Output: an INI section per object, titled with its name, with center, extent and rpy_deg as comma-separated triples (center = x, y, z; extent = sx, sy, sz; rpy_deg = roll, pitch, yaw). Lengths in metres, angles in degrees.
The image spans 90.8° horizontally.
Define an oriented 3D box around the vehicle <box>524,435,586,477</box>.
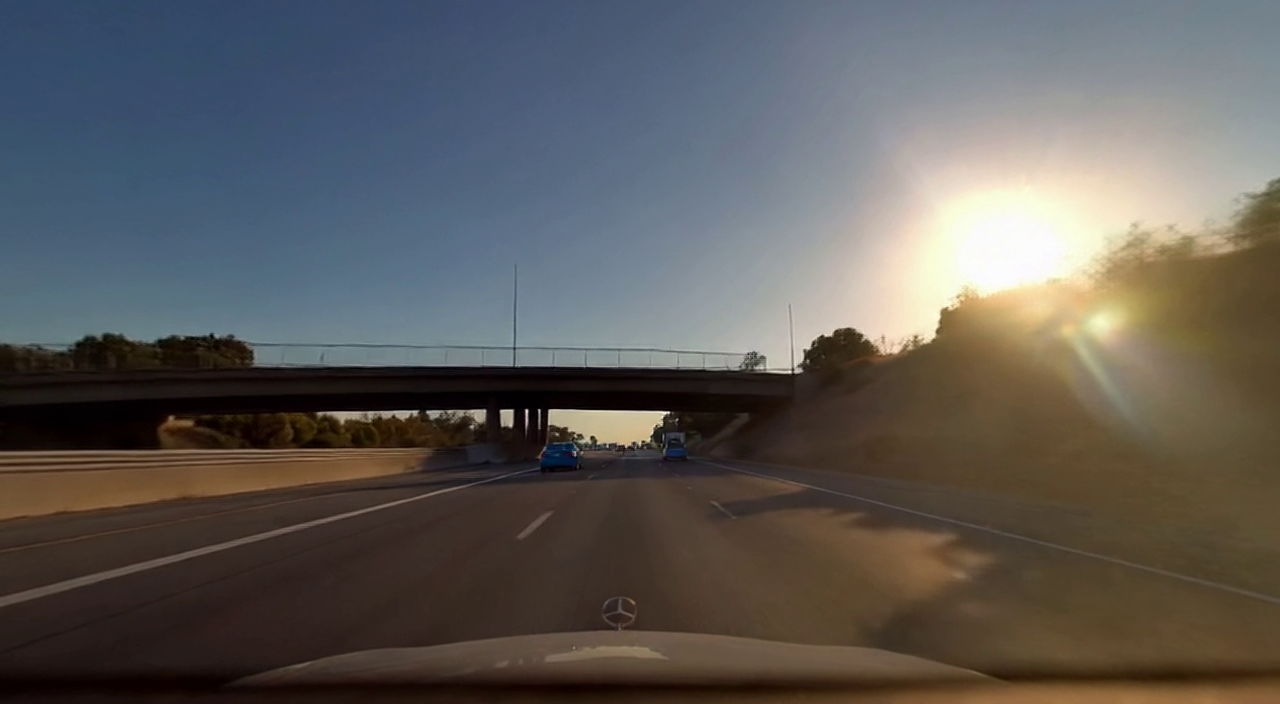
[vehicle]
center = -3.889, 4.859, 29.771
extent = 2.205, 1.773, 5.124
rpy_deg = 0, -9, 0
